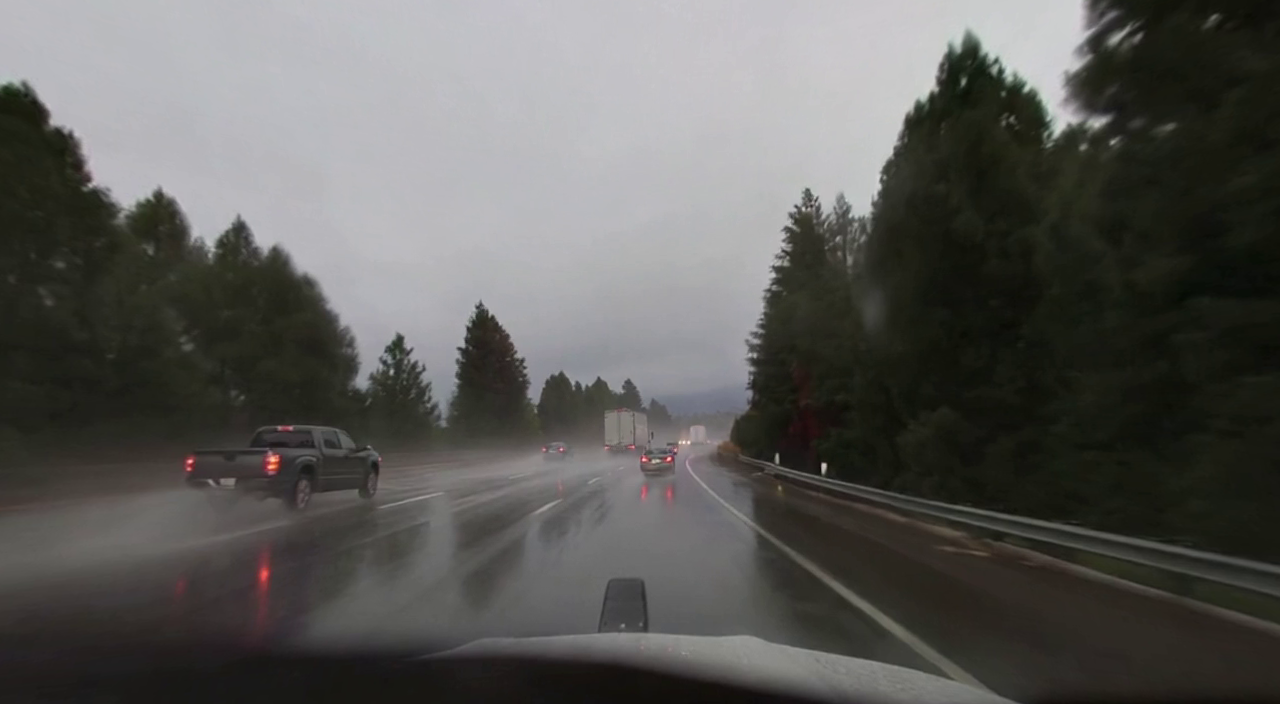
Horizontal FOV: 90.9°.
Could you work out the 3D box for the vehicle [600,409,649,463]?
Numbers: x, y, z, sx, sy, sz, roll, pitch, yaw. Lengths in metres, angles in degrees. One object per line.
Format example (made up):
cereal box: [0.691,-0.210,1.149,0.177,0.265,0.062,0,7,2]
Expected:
vehicle: [-1.061,6.722,49.932,2.973,3.896,8.430,-1,-9,5]

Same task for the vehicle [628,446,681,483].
vehicle: [0.631,4.534,25.738,1.984,1.365,3.767,-1,-9,3]

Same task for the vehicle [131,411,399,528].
vehicle: [-6.872,2.224,12.437,2.142,1.833,4.854,0,-9,2]
